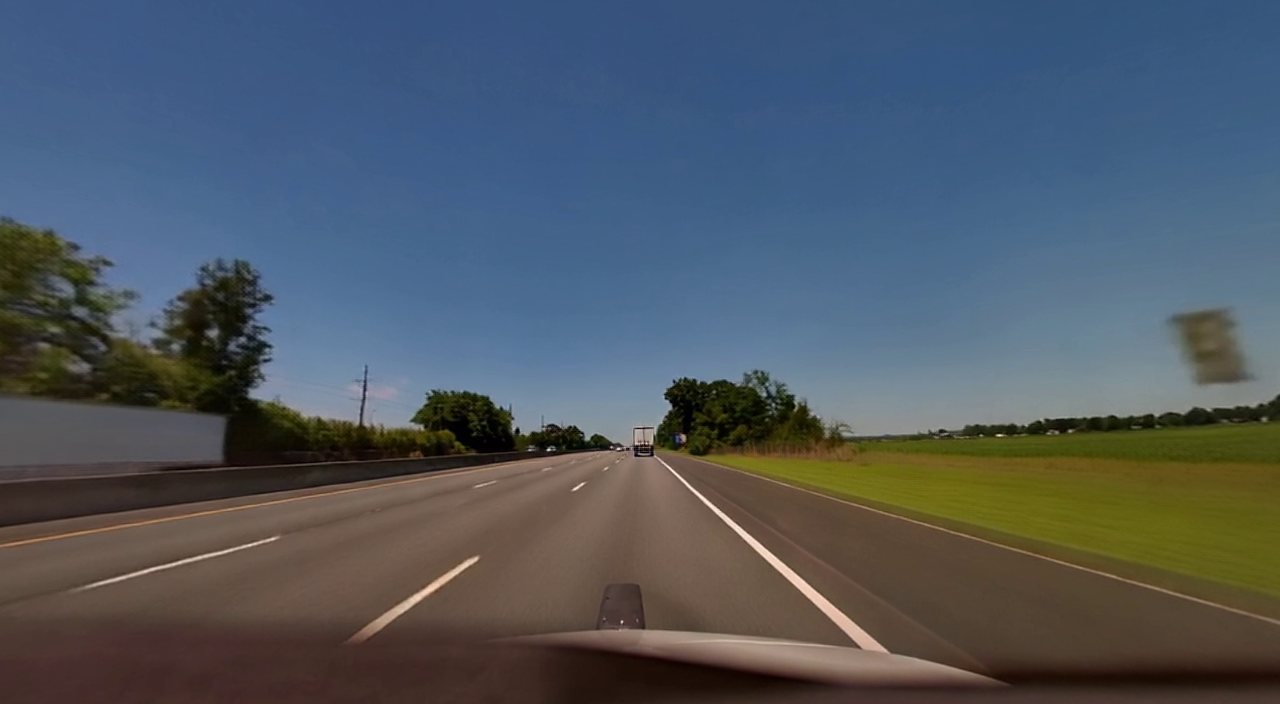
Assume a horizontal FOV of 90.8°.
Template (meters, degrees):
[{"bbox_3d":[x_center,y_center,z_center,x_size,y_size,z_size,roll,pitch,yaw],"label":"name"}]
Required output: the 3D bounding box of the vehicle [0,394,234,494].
[{"bbox_3d":[-24.581,4.294,29.031,3.175,3.558,12.876,-1,-9,0],"label":"vehicle"}]
